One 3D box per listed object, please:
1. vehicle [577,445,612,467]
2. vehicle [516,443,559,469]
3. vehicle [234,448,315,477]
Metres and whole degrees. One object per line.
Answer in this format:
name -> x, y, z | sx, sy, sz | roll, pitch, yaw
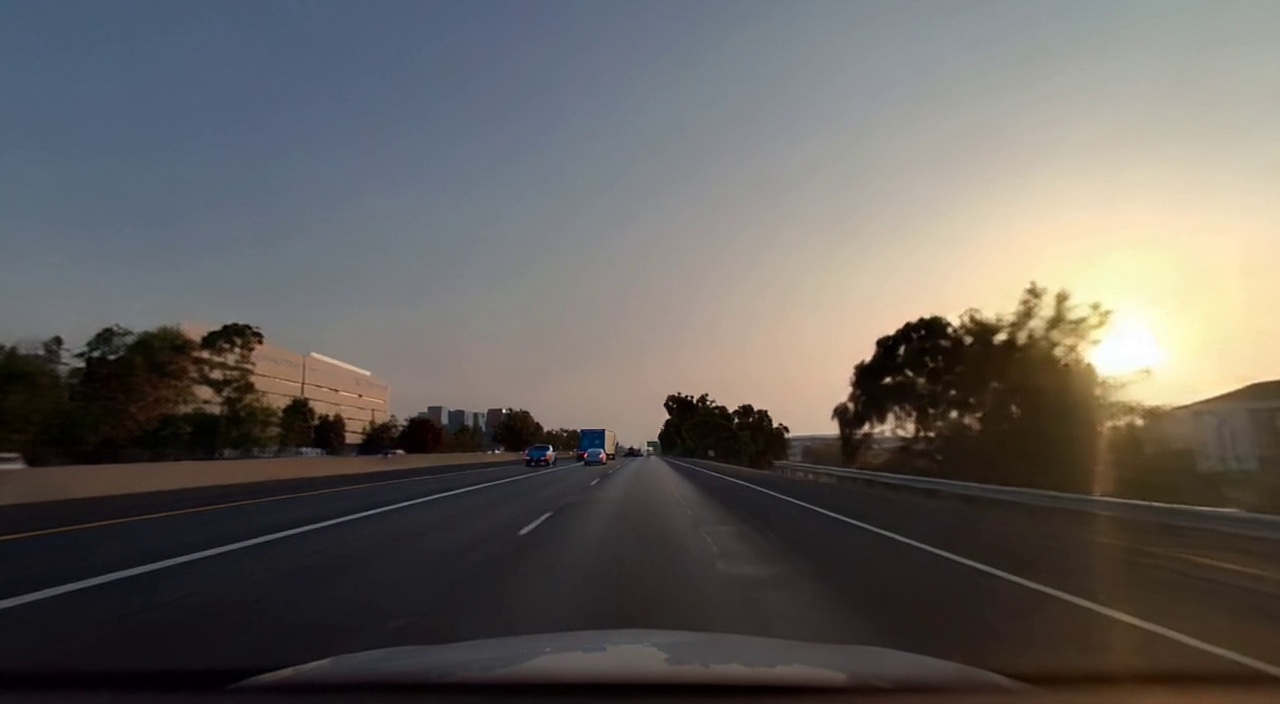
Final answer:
vehicle -> -3.370, 7.788, 47.566 | 2.184, 1.554, 4.350 | 0, -8, 2
vehicle -> -6.888, 7.008, 42.824 | 2.075, 1.646, 4.405 | 0, -8, 2
vehicle -> -19.874, 6.004, 34.507 | 1.826, 1.419, 4.274 | 0, -8, 1
